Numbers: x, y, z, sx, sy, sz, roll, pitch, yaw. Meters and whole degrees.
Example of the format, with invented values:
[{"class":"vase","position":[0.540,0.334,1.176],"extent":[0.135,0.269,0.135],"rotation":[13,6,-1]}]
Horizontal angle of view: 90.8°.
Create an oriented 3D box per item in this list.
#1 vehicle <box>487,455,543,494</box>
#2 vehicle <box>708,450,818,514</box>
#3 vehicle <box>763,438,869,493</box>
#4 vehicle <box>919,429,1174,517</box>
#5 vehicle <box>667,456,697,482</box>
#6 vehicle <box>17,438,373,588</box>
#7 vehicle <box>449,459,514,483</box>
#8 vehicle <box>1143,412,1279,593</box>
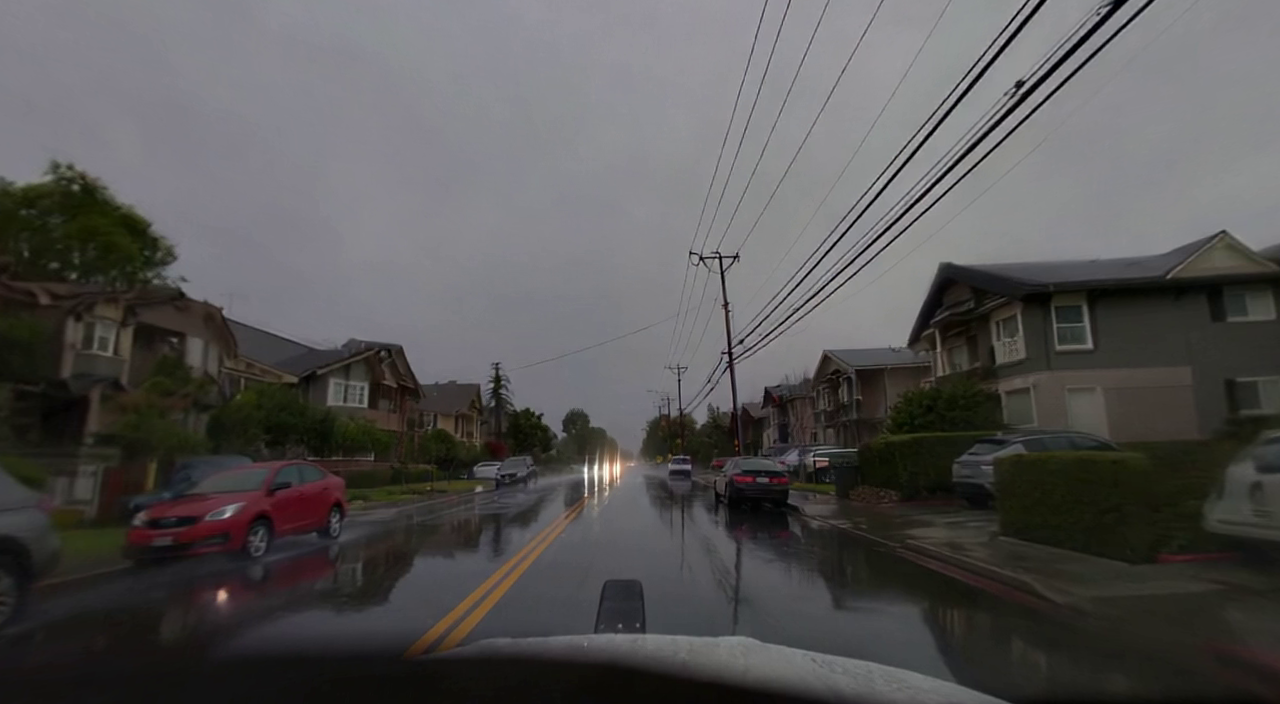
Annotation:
[{"class":"vehicle","position":[-6.381,6.302,32.822],"extent":[2.056,1.741,4.532],"rotation":[-2,-10,-1]},{"class":"vehicle","position":[3.280,3.554,17.799],"extent":[2.076,1.513,4.305],"rotation":[0,-8,-2]},{"class":"vehicle","position":[6.855,4.589,25.451],"extent":[2.764,1.753,5.704],"rotation":[-5,-11,2]},{"class":"vehicle","position":[8.246,2.464,13.150],"extent":[3.866,1.664,2.015],"rotation":[0,-8,0]},{"class":"vehicle","position":[3.101,8.679,47.018],"extent":[1.945,1.792,3.903],"rotation":[0,-8,0]},{"class":"vehicle","position":[-6.180,2.283,9.805],"extent":[1.971,1.631,4.944],"rotation":[-2,-10,-1]},{"class":"vehicle","position":[-12.116,9.125,48.546],"extent":[4.480,1.665,1.930],"rotation":[0,-9,-1]},{"class":"vehicle","position":[7.918,1.362,5.859],"extent":[4.698,1.554,2.118],"rotation":[0,-8,-1]}]
